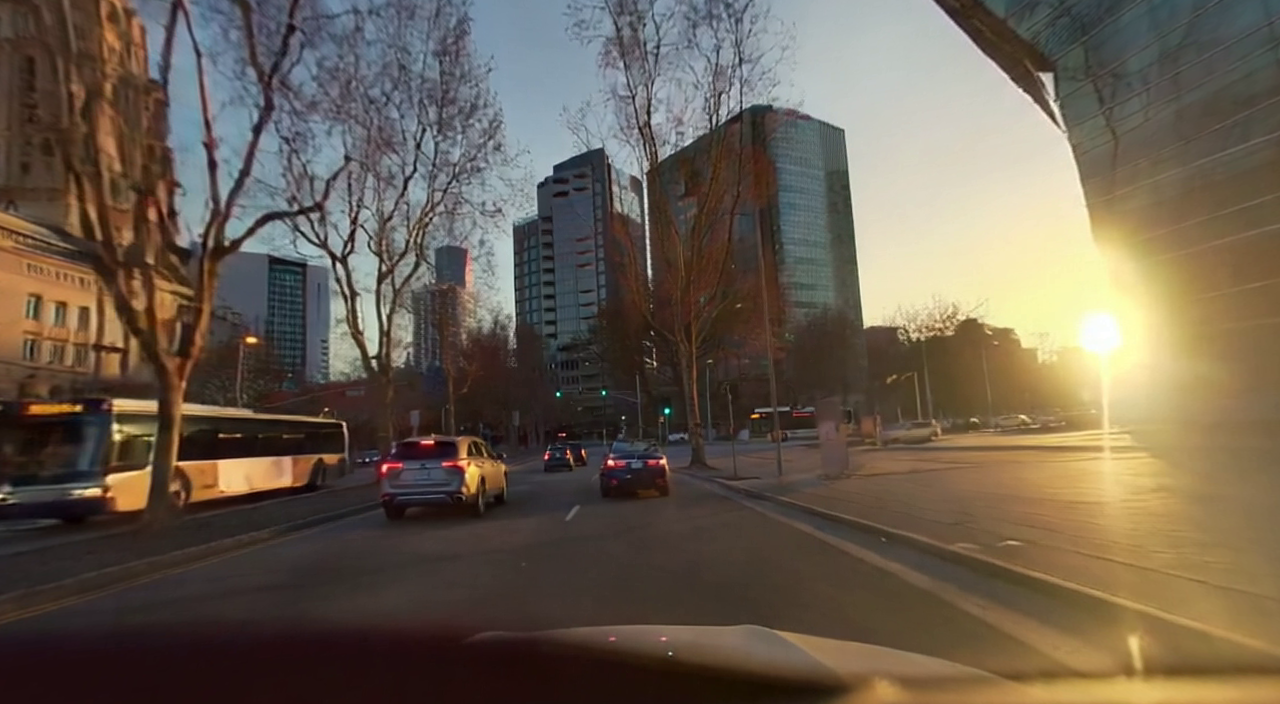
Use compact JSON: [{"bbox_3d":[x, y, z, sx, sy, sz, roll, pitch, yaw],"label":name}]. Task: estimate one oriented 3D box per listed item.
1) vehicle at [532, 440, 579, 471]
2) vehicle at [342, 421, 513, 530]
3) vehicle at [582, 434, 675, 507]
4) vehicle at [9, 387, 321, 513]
[{"bbox_3d":[-4.299,5.343,32.731,1.961,1.517,4.202,0,-9,-2],"label":"vehicle"},{"bbox_3d":[-3.605,2.162,11.486,1.848,1.641,3.686,0,-9,-1],"label":"vehicle"},{"bbox_3d":[-0.328,2.768,15.166,1.933,1.504,3.802,1,-9,-3],"label":"vehicle"},{"bbox_3d":[-14.980,3.315,21.576,3.063,3.298,9.918,0,-9,-1],"label":"vehicle"}]
